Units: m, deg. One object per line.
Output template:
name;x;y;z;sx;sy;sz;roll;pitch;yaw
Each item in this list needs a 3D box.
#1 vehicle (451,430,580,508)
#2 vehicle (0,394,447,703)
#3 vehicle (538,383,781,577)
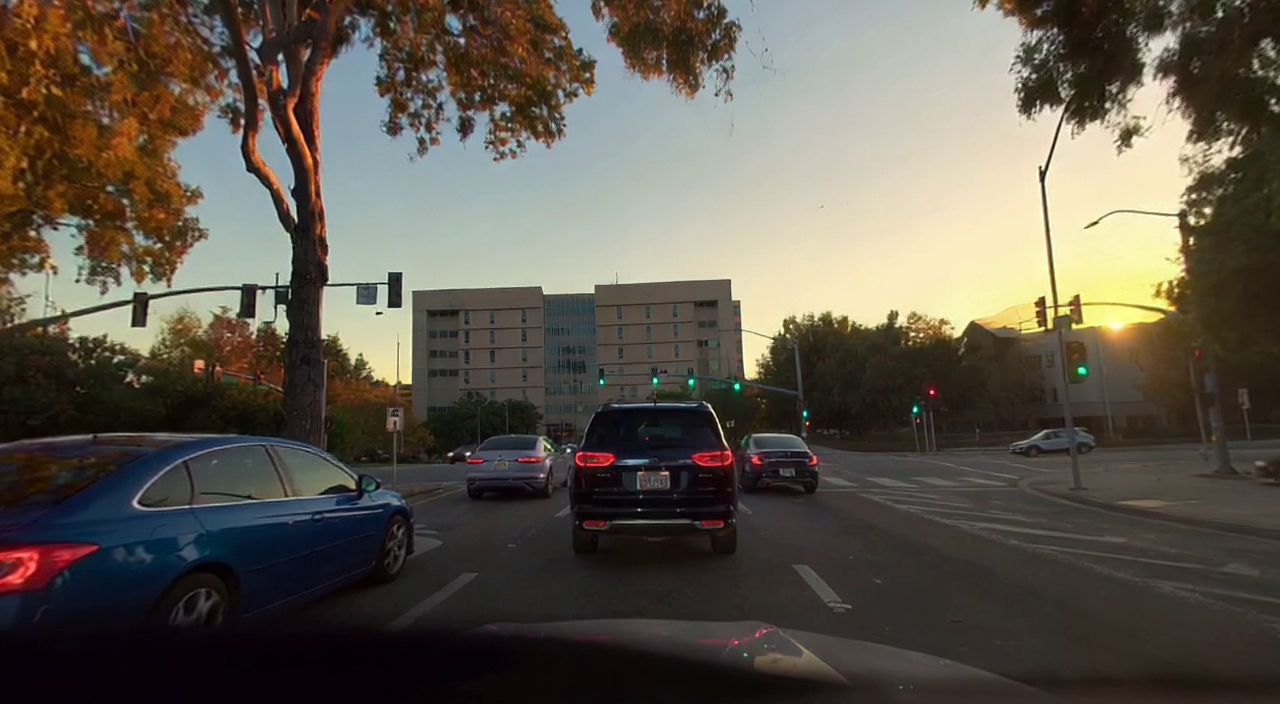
vehicle;-2.620;2.581;14.360;1.851;1.502;4.042;0;-8;4
vehicle;-3.230;1.244;4.724;1.958;1.494;4.624;0;-8;2
vehicle;0.213;1.530;8.250;2.300;1.832;4.331;0;-8;1
